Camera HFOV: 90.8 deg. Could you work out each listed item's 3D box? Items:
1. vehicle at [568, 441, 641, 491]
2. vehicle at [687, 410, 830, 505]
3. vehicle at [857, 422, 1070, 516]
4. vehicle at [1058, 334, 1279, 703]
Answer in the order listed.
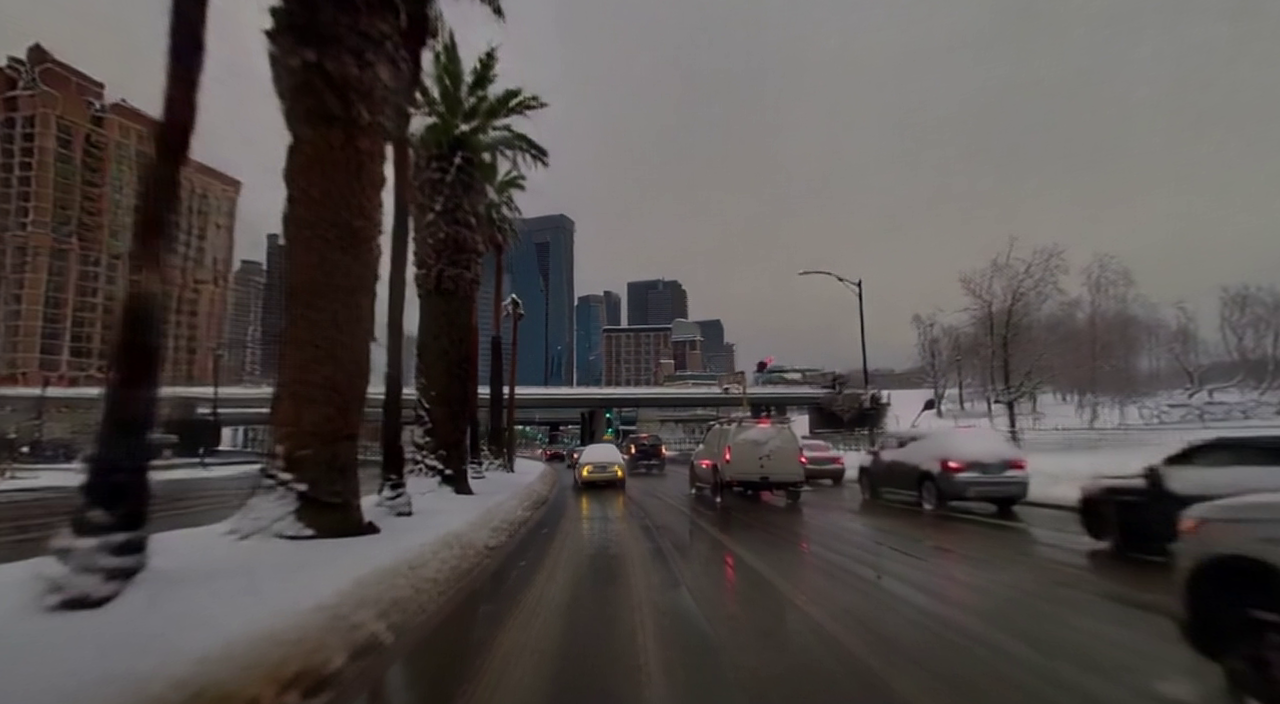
[{"bbox_3d":[-1.461,4.184,23.610,2.332,1.625,4.933,1,-9,-8],"label":"vehicle"},{"bbox_3d":[2.965,2.844,17.348,2.434,2.171,5.098,0,-9,-6],"label":"vehicle"},{"bbox_3d":[6.977,2.572,14.415,2.164,1.745,4.677,0,-9,-3],"label":"vehicle"},{"bbox_3d":[3.606,0.633,1.545,2.151,1.695,4.258,-1,-9,-1],"label":"vehicle"}]
